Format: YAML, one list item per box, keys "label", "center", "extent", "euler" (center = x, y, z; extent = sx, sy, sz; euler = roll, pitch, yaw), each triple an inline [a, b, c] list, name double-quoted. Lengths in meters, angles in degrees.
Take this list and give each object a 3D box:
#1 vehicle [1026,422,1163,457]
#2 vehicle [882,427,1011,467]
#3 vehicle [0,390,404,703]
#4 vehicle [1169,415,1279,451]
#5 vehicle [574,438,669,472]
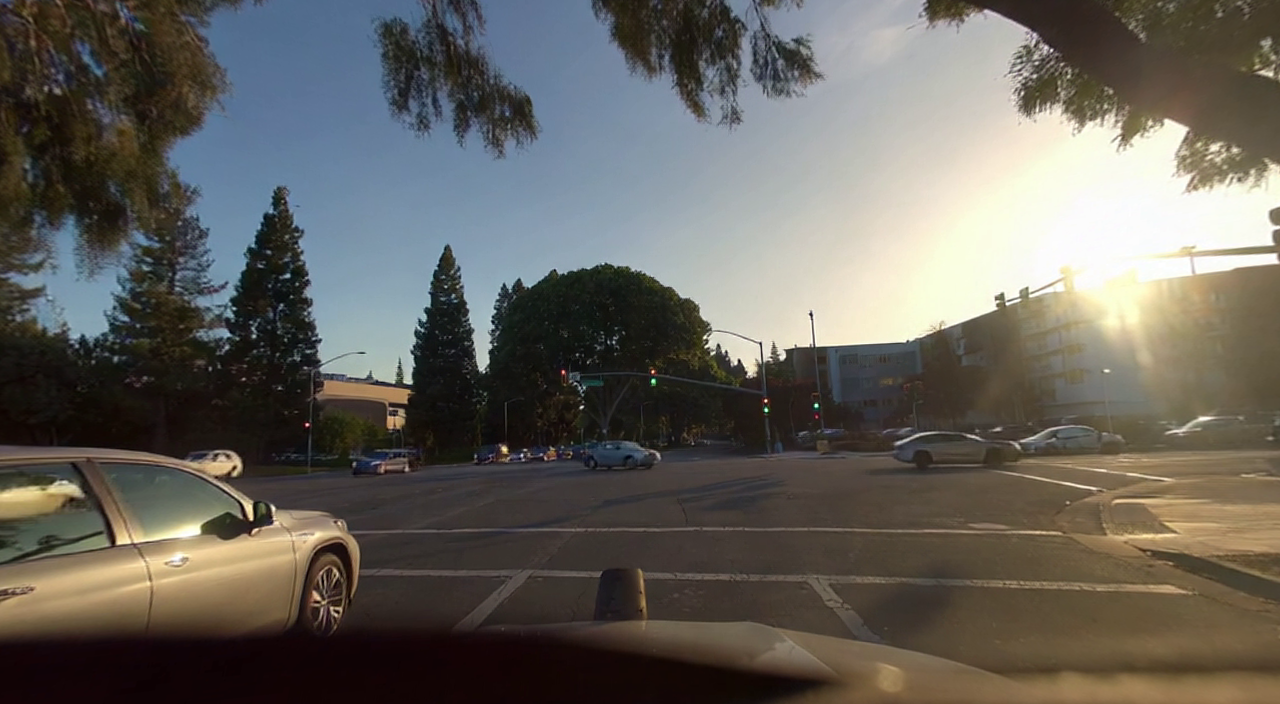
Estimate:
- label: "vehicle"
  center: [19.919, 3.858, 27.742]
  extent: [4.552, 1.492, 2.002]
  euler: [0, -9, -4]
- label: "vehicle"
  center: [12.004, 3.782, 24.993]
  extent: [4.180, 1.478, 1.986]
  euler: [-2, -9, 12]
- label: "vehicle"
  center: [-2.950, 0.984, 2.744]
  extent: [1.924, 1.482, 4.734]
  euler: [0, -8, 1]
- label: "vehicle"
  center: [26.822, 3.663, 28.425]
  extent: [4.240, 1.540, 1.944]
  euler: [0, -9, -4]
- label: "vehicle"
  center: [-0.931, 4.768, 29.351]
  extent: [4.364, 1.450, 1.841]
  euler: [-8, -12, 43]
